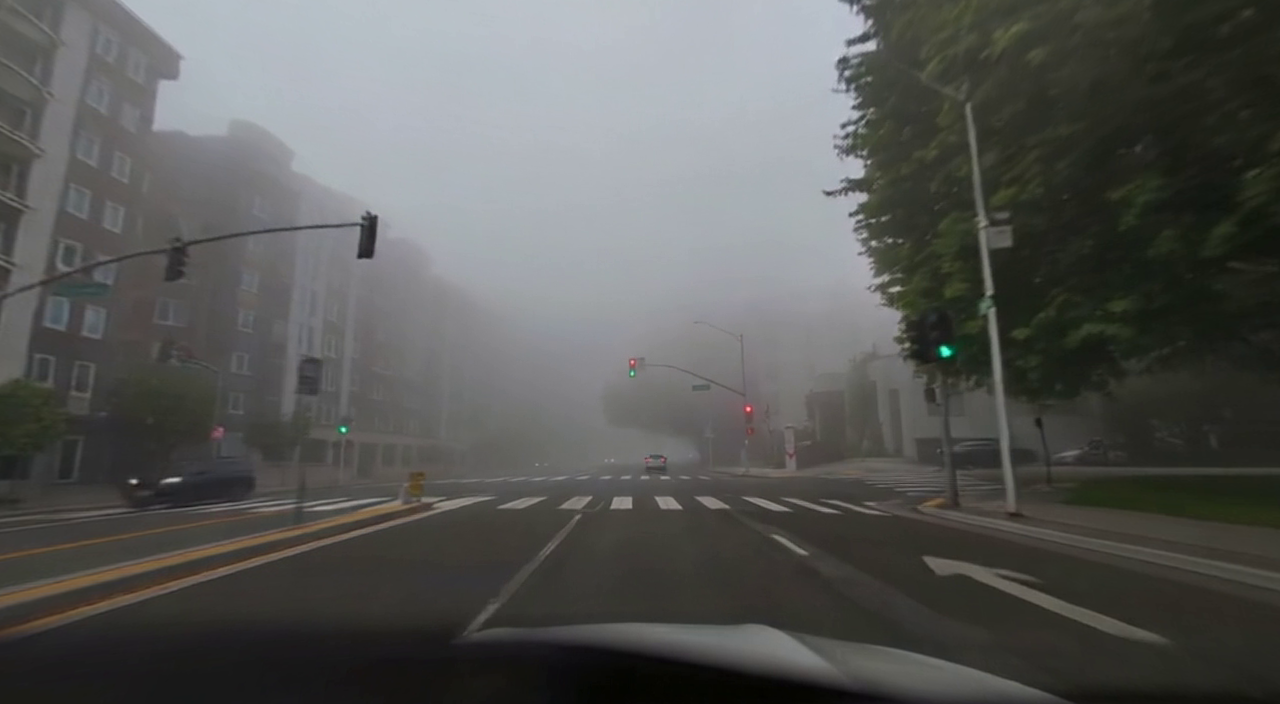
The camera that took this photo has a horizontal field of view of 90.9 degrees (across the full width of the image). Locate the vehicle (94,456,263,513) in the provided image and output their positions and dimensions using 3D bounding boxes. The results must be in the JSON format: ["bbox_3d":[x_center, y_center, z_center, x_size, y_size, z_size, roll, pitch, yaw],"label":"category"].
[{"bbox_3d":[-13.895,3.970,19.384,1.833,1.444,4.325,-1,-8,2],"label":"vehicle"}]

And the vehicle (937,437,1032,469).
[{"bbox_3d":[18.675,5.480,34.277,4.009,1.620,1.882,0,-9,-4],"label":"vehicle"}]
